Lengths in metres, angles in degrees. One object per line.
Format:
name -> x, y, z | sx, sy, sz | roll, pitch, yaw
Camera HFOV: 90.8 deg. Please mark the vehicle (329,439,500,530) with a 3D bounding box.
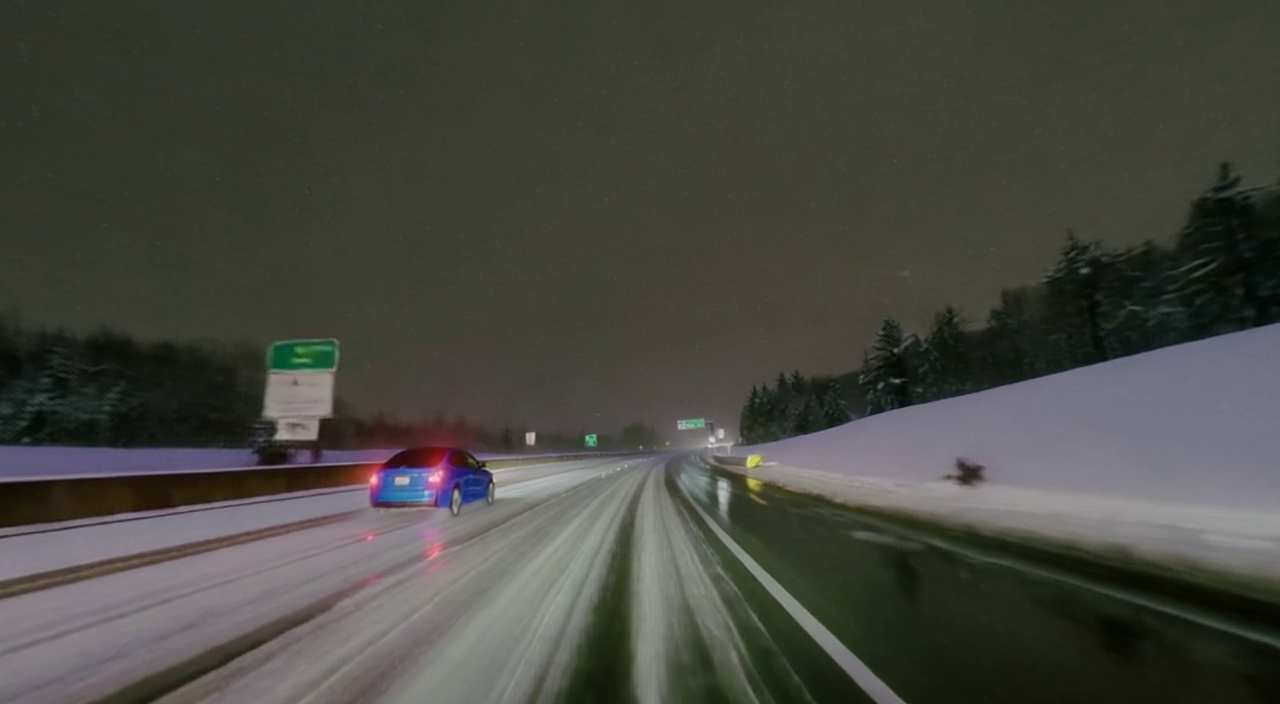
vehicle -> -4.198, 2.507, 12.481 | 1.928, 1.504, 3.745 | 0, -9, 1
